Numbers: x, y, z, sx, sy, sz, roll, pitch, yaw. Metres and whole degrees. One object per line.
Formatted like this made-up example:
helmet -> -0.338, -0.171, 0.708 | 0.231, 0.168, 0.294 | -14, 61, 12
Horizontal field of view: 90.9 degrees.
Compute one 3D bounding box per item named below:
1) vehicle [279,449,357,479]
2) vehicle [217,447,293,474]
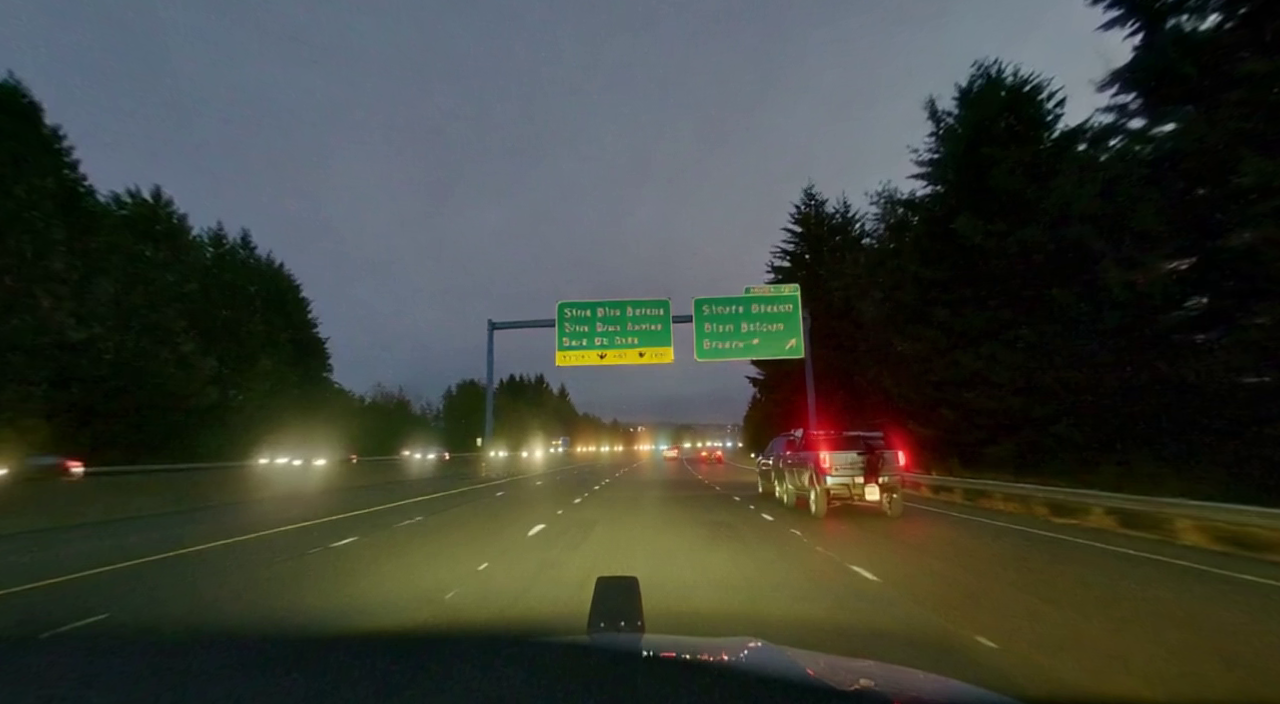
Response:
vehicle -> -17.621, 6.128, 34.713 | 1.844, 1.549, 4.254 | 0, -9, 3
vehicle -> -24.862, 7.016, 40.866 | 1.961, 1.643, 4.415 | 0, -9, 3
